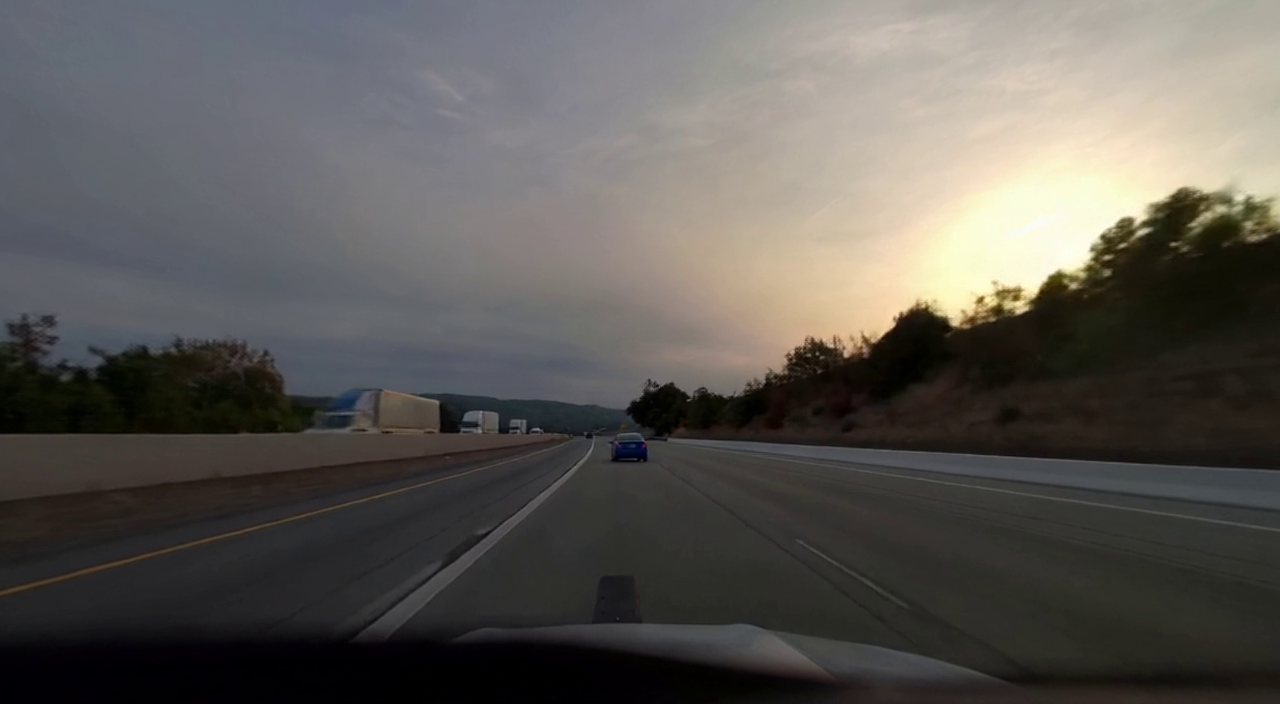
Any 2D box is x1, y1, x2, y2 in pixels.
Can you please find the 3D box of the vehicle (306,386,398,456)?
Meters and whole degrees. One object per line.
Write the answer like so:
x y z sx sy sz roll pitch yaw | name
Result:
-17.233 4.232 38.213 3.037 3.890 5.820 0 -8 -3 | vehicle

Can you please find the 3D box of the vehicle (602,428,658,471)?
-0.513 3.972 25.852 1.997 1.589 4.179 0 -8 -5 | vehicle
